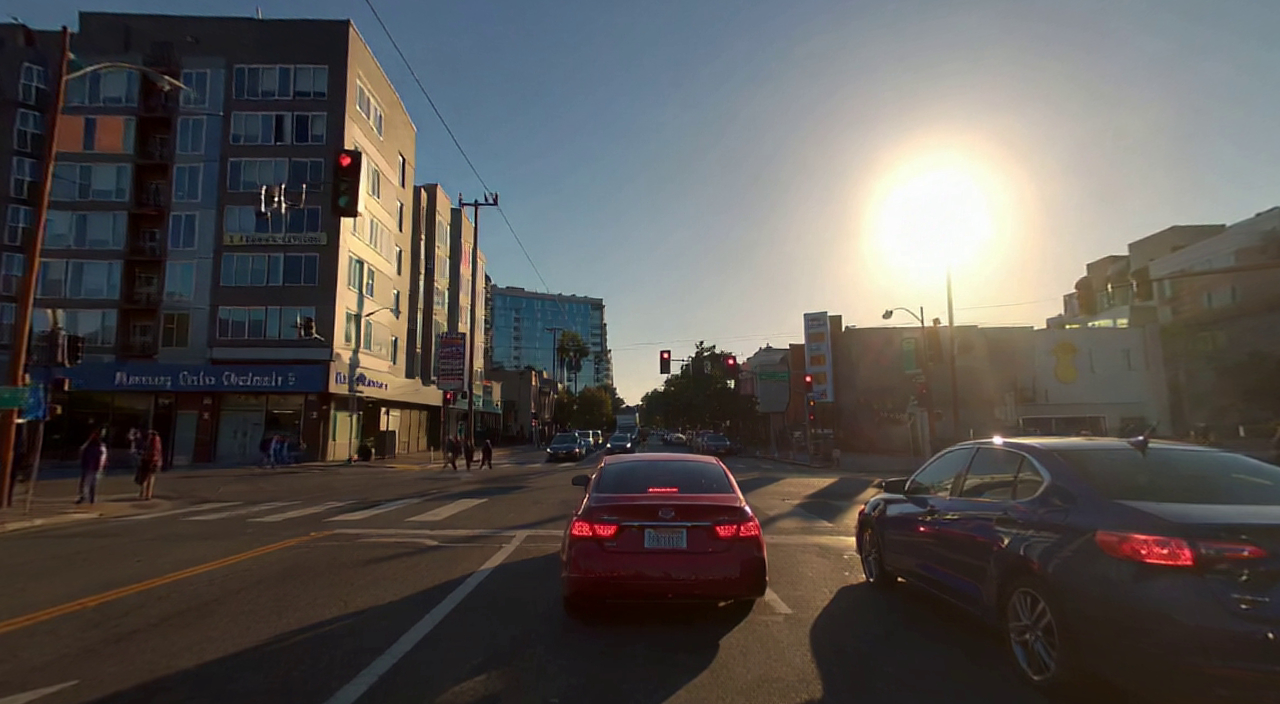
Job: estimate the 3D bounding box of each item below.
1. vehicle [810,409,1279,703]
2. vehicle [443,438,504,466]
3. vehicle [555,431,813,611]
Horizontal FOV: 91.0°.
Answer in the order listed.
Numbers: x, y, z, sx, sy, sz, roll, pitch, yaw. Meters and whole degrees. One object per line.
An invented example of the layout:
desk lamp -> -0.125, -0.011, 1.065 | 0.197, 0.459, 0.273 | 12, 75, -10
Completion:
vehicle -> 2.819, 1.285, 4.550 | 1.961, 1.498, 4.356 | 0, -8, 0
vehicle -> -10.207, 6.172, 38.923 | 2.030, 1.596, 3.912 | -2, -9, 13
vehicle -> 0.289, 1.698, 7.318 | 2.132, 1.464, 4.089 | 0, -8, -2
